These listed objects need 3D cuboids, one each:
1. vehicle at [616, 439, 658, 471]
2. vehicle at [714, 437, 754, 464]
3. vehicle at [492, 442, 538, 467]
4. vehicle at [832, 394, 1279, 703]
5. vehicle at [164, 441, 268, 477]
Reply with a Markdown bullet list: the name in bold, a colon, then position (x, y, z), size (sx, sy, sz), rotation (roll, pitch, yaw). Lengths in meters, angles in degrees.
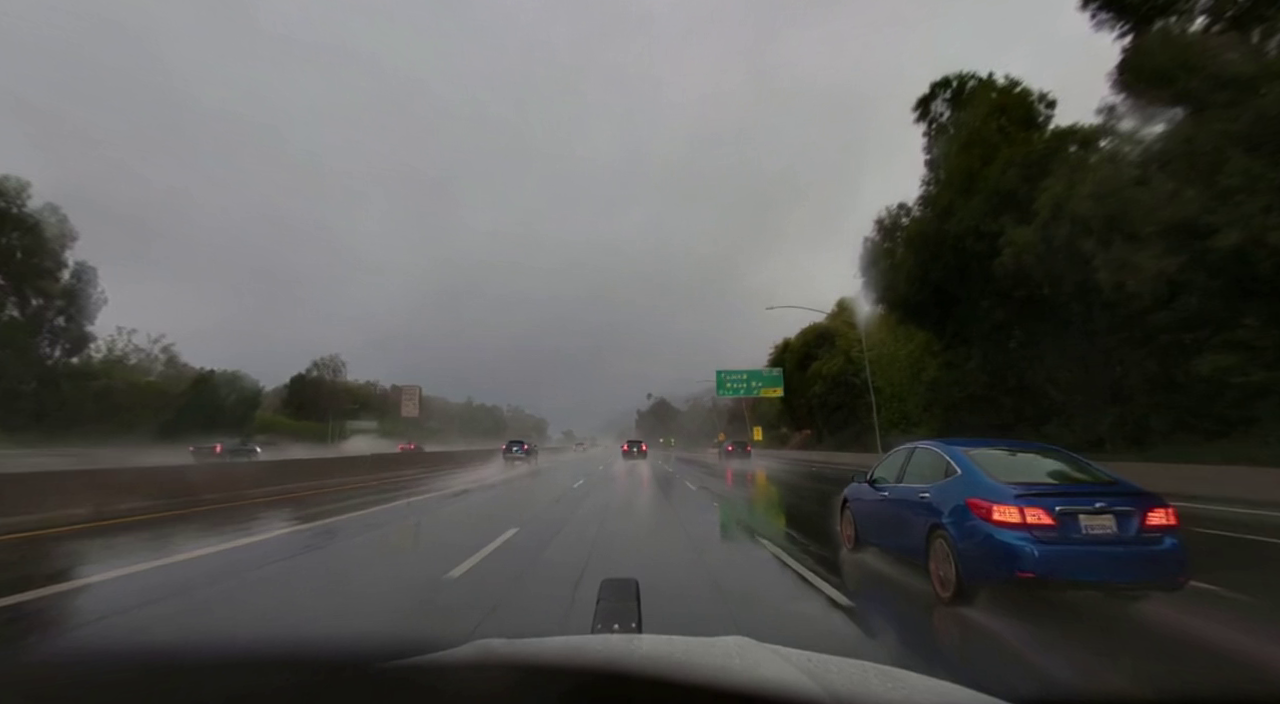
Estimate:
- **vehicle**: position (-0.183, 5.655, 34.849), size (2.157, 1.642, 4.189), rotation (0, -9, -1)
- **vehicle**: position (6.983, 7.381, 47.519), size (2.103, 1.898, 5.310), rotation (0, -9, -1)
- **vehicle**: position (-8.282, 6.797, 42.160), size (2.028, 1.552, 4.922), rotation (0, -9, 0)
- **vehicle**: position (3.205, 1.255, 4.600), size (2.072, 1.501, 4.694), rotation (0, -9, -1)
- **vehicle**: position (-21.481, 5.430, 32.280), size (2.058, 1.667, 4.623), rotation (0, -9, 0)
